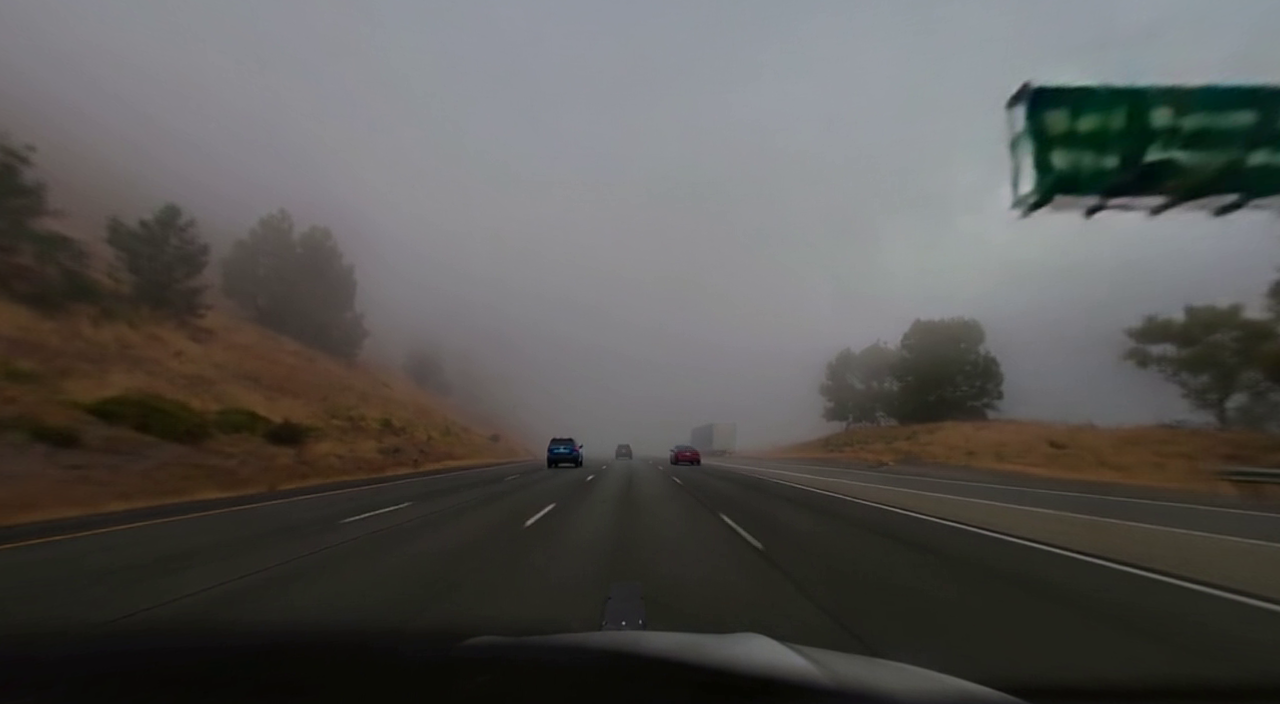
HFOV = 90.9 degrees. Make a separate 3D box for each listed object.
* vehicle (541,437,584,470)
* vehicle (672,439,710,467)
[{"bbox_3d":[-4.711,6.226,38.879,2.120,1.855,4.619,0,-8,-1],"label":"vehicle"},{"bbox_3d":[3.341,6.713,42.113,1.995,1.712,4.206,0,-8,-2],"label":"vehicle"}]
